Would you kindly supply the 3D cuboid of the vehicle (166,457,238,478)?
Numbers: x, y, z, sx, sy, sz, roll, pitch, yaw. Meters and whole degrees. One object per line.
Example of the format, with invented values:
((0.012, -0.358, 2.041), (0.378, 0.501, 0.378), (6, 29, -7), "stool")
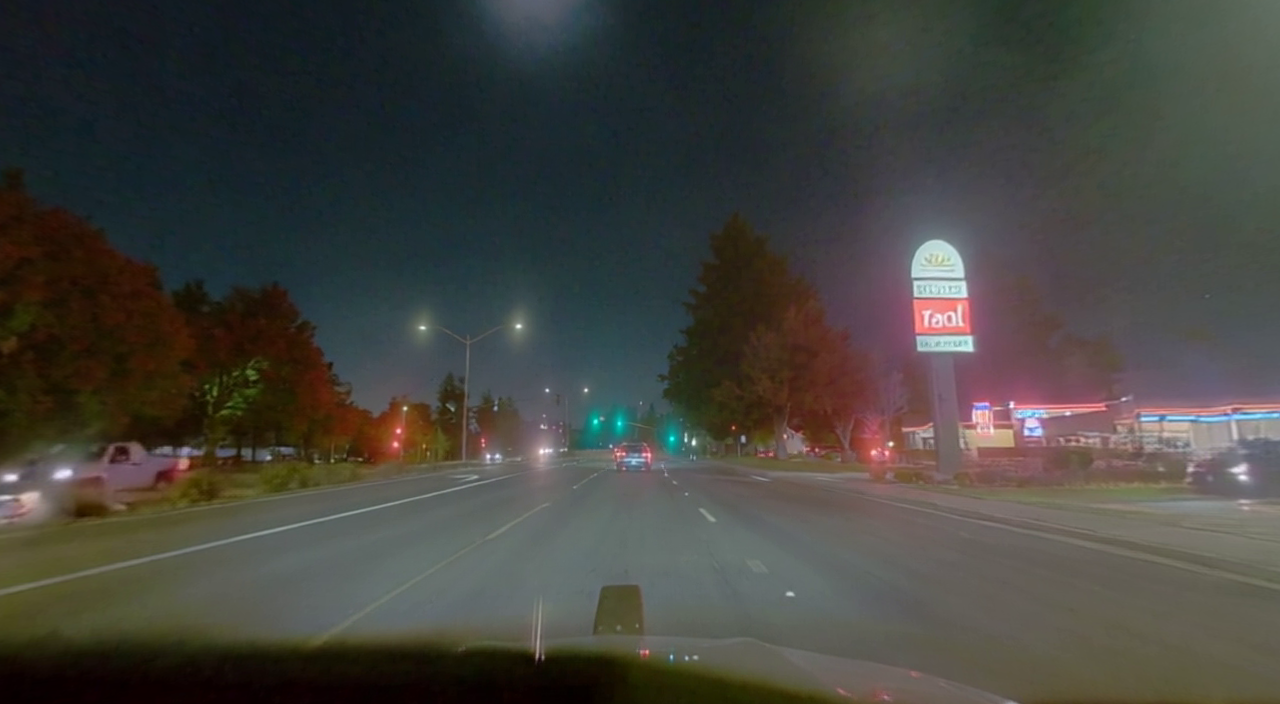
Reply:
((-32.185, 8.500, 46.517), (3.791, 1.473, 1.942), (0, -8, -2), "vehicle")

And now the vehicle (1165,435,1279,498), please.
((16.210, 2.874, 16.083), (4.026, 1.463, 1.826), (-1, -10, -2), "vehicle")

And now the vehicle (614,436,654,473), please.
((-0.319, 5.807, 35.965), (2.096, 1.961, 4.259), (0, -8, 0), "vehicle")

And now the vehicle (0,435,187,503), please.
((-19.973, 4.091, 22.823), (2.492, 2.083, 6.312), (0, -8, 0), "vehicle")
